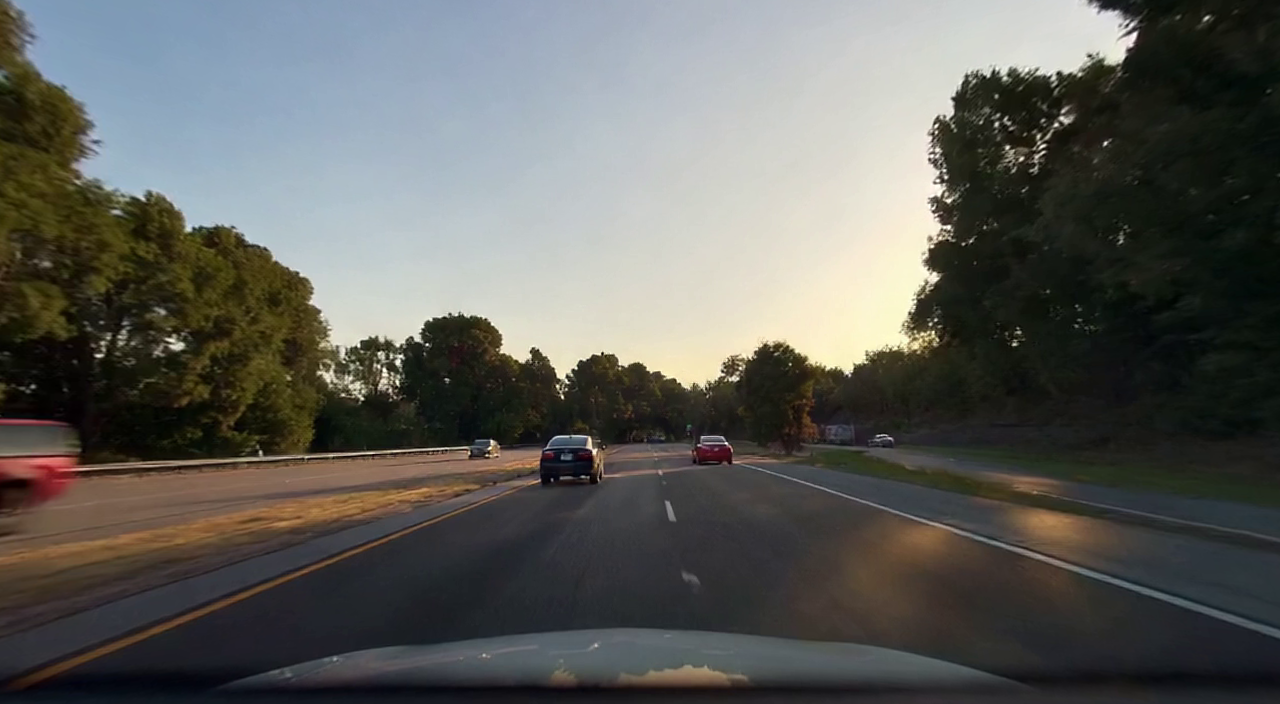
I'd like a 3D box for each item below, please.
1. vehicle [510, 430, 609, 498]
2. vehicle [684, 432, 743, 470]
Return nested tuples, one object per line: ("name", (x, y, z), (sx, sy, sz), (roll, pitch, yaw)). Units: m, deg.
("vehicle", (-1.838, 2.687, 15.565), (1.897, 1.479, 3.724), (0, -8, 1))
("vehicle", (3.062, 4.215, 27.040), (2.010, 1.508, 4.285), (0, -8, 0))
